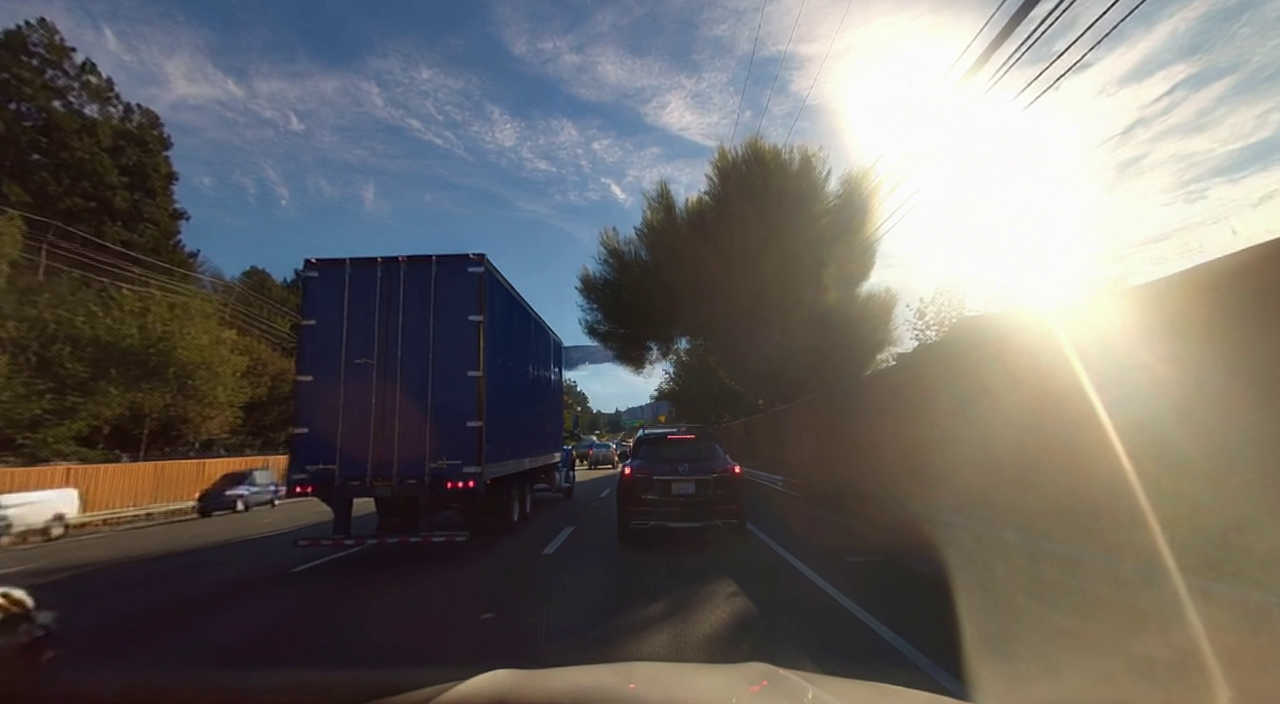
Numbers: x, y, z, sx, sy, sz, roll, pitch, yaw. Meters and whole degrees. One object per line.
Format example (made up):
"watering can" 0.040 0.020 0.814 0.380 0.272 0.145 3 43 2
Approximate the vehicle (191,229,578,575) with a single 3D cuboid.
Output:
"vehicle" -3.071 1.126 11.138 2.928 3.658 8.980 0 -9 1

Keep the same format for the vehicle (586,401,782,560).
"vehicle" 0.464 1.738 9.126 2.174 1.749 4.113 0 -9 -1
